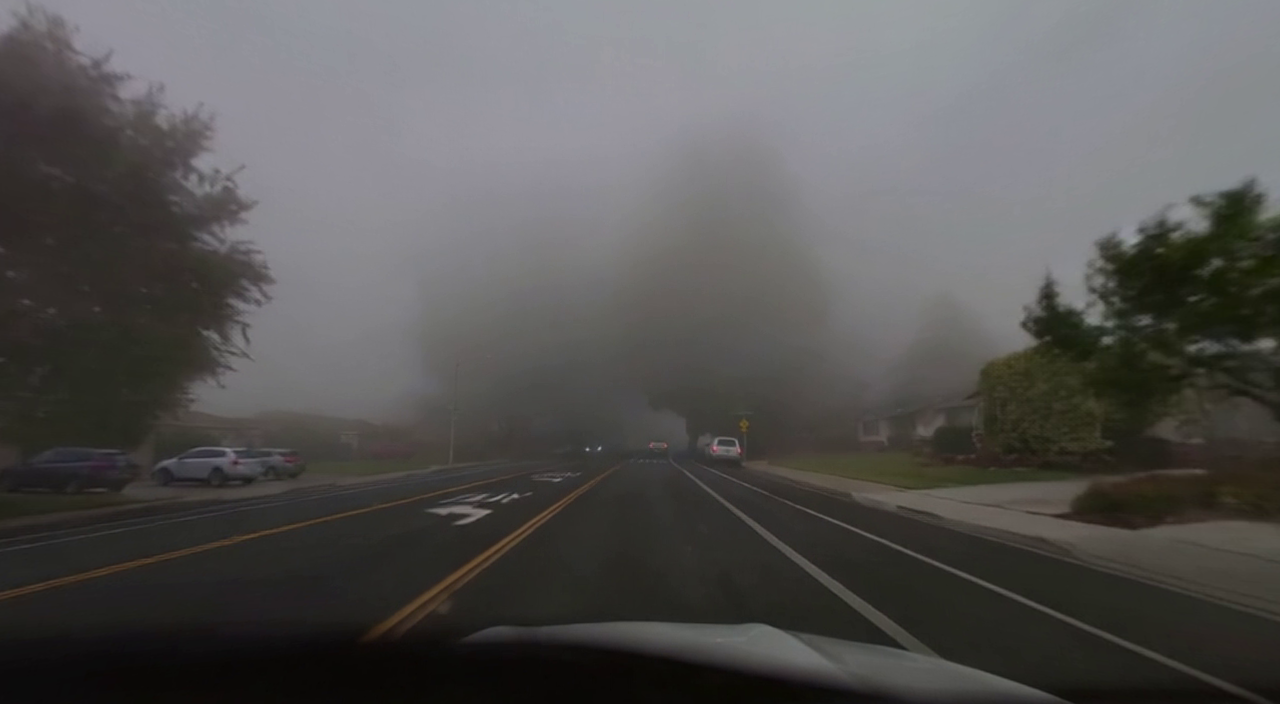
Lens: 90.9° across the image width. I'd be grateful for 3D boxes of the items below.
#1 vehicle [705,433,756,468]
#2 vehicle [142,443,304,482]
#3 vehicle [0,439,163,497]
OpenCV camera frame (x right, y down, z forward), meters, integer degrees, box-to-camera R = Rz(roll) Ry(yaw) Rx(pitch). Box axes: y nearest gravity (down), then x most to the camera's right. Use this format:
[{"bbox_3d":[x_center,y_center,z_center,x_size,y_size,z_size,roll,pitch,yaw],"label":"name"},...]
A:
[{"bbox_3d":[5.258,5.837,37.473,2.233,1.887,5.347,0,-8,0],"label":"vehicle"},{"bbox_3d":[-18.247,4.841,27.805,5.419,1.649,2.396,0,-8,1],"label":"vehicle"},{"bbox_3d":[-18.922,3.839,21.197,4.372,1.745,2.017,6,-10,-35],"label":"vehicle"}]
